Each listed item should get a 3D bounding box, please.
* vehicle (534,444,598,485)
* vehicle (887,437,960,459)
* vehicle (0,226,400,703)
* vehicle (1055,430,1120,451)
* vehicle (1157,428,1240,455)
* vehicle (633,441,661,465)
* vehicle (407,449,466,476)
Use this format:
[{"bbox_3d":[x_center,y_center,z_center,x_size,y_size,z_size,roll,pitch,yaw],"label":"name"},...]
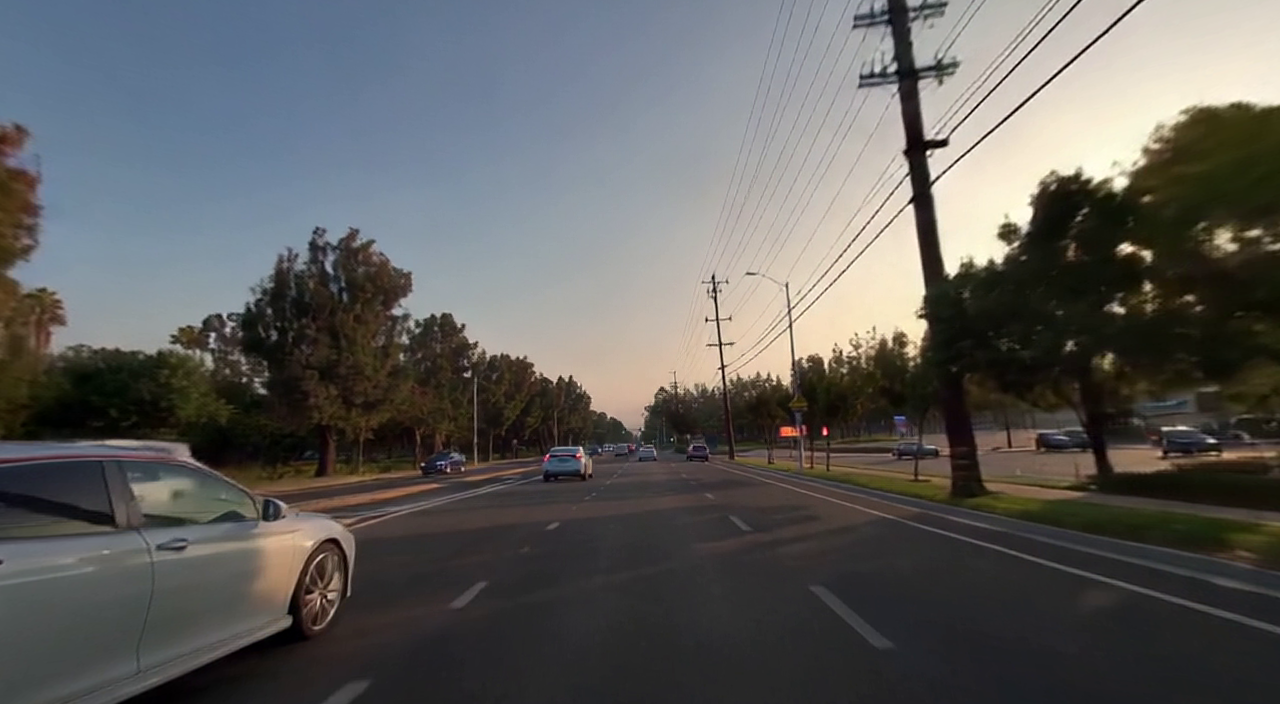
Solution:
[{"bbox_3d":[-2.778,4.346,24.696,1.982,1.451,4.152,0,-9,0],"label":"vehicle"},{"bbox_3d":[21.092,7.168,47.054,4.392,1.535,2.131,0,-9,0],"label":"vehicle"},{"bbox_3d":[-3.090,0.642,2.012,2.381,1.961,5.563,0,-9,1],"label":"vehicle"},{"bbox_3d":[34.375,6.829,48.396,4.632,1.533,2.015,4,-10,-27],"label":"vehicle"},{"bbox_3d":[34.082,5.488,38.449,4.290,1.547,1.899,3,-9,-21],"label":"vehicle"},{"bbox_3d":[0.547,7.905,49.339,2.155,1.781,3.977,0,-9,0],"label":"vehicle"},{"bbox_3d":[-12.464,6.766,38.868,2.089,1.489,4.426,0,-9,1],"label":"vehicle"}]
